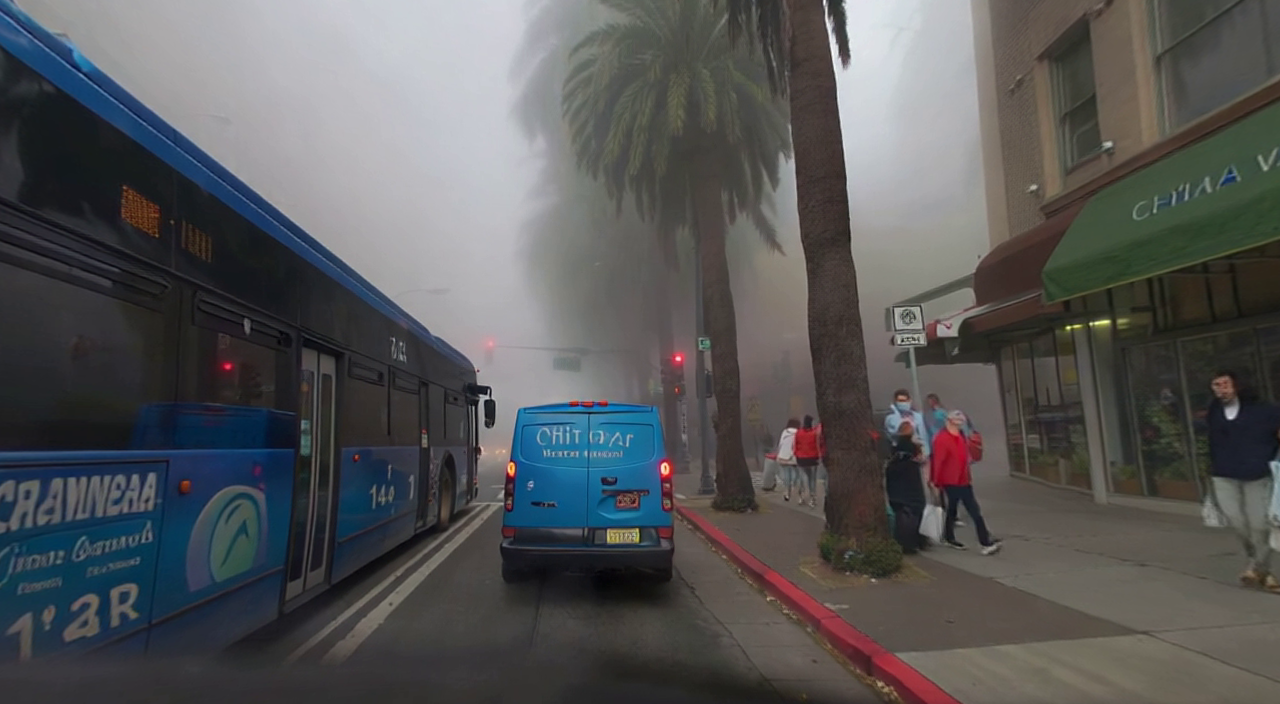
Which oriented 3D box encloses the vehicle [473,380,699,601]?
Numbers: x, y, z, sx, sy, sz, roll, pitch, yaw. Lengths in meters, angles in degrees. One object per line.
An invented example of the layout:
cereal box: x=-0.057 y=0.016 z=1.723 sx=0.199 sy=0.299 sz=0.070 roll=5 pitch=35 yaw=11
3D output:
vehicle: x=-0.790 y=1.528 z=7.798 sx=2.002 sy=1.907 sz=4.211 roll=1 pitch=-9 yaw=-9

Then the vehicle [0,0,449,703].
vehicle: x=-3.805 y=0.195 z=3.299 sx=2.863 sy=3.233 sz=11.573 roll=1 pitch=-8 yaw=-4
